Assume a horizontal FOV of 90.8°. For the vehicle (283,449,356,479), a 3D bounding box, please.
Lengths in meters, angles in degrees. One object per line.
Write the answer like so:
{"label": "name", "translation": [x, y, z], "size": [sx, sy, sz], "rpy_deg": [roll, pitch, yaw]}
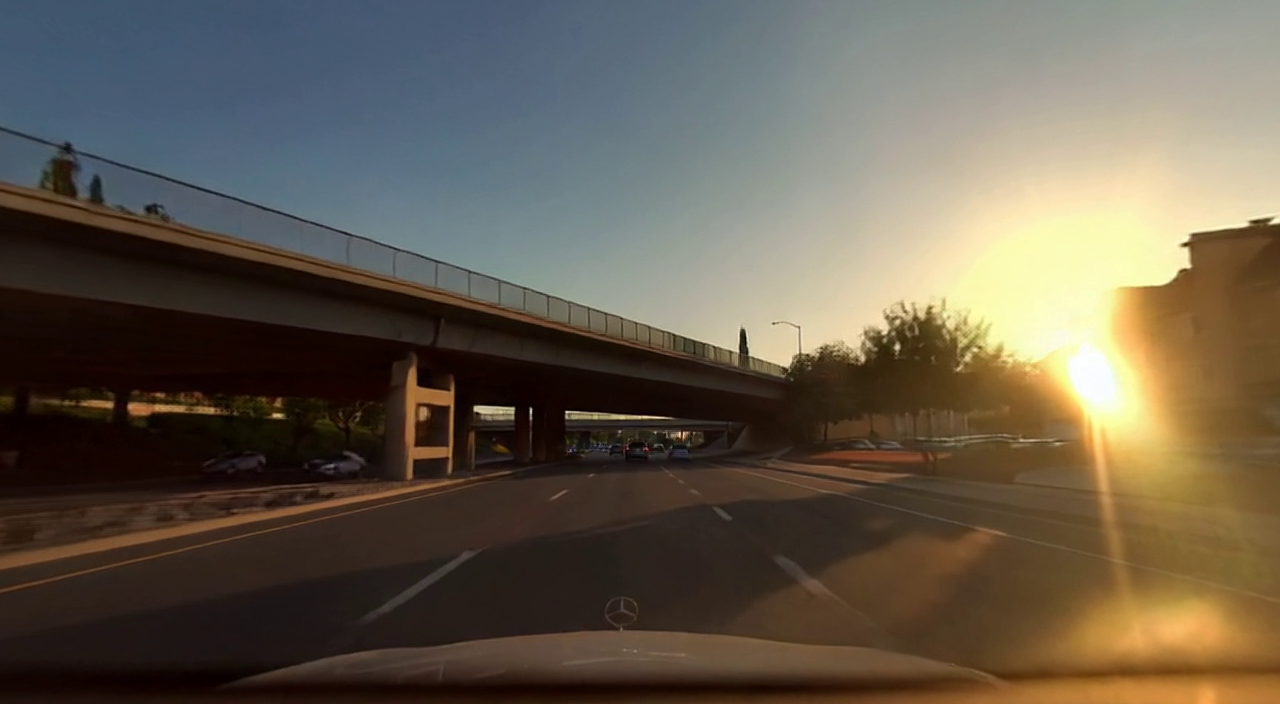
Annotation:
{"label": "vehicle", "translation": [-19.173, 6.683, 37.982], "size": [2.053, 1.632, 4.354], "rpy_deg": [0, -8, 0]}

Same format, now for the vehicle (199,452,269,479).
{"label": "vehicle", "translation": [-27.973, 7.813, 43.731], "size": [1.922, 1.738, 4.748], "rpy_deg": [0, -8, -3]}
